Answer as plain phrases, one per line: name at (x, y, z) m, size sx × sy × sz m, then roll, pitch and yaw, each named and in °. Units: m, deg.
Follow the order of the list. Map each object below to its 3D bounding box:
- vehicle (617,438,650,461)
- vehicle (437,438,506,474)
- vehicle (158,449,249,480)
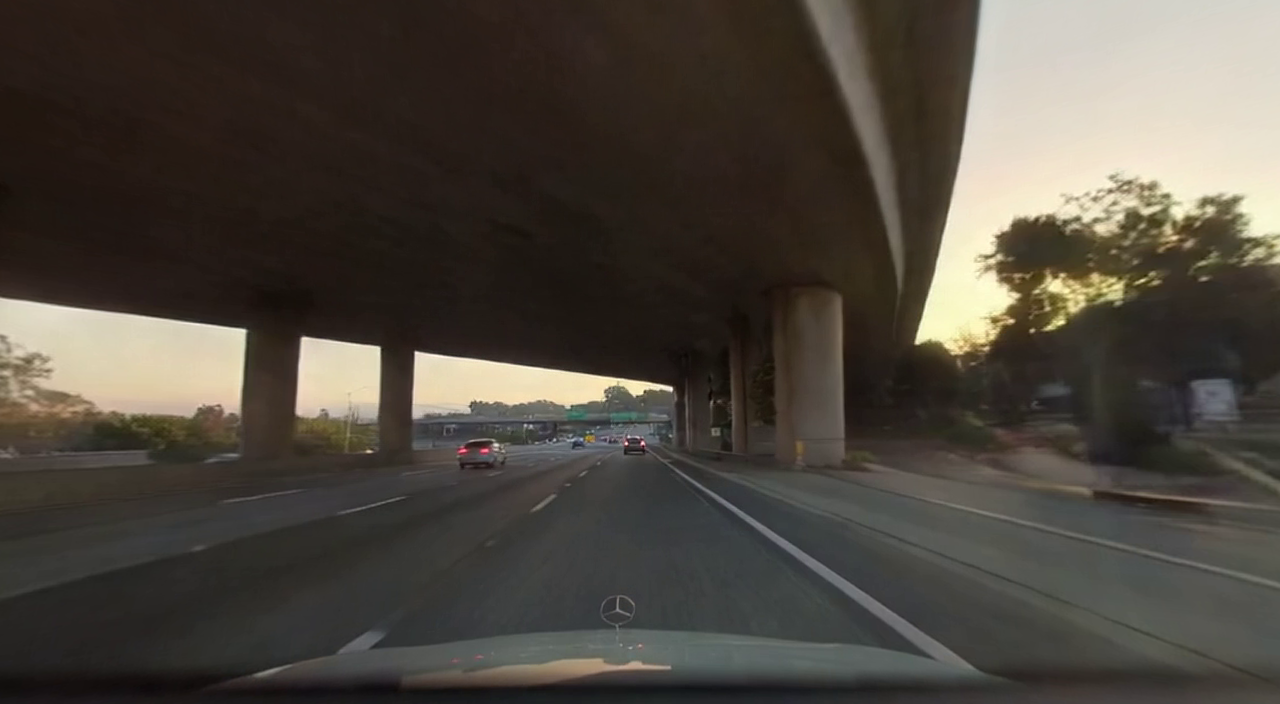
vehicle at (-0.448, 6.460, 41.785) m, size 2.072 × 1.440 × 3.690 m, roll 0°, pitch -8°, yaw -1°
vehicle at (-7.702, 4.775, 29.229) m, size 1.939 × 1.504 × 4.727 m, roll 0°, pitch -8°, yaw -1°
vehicle at (-27.693, 7.114, 40.214) m, size 2.075 × 1.787 × 5.238 m, roll 0°, pitch -8°, yaw -1°
